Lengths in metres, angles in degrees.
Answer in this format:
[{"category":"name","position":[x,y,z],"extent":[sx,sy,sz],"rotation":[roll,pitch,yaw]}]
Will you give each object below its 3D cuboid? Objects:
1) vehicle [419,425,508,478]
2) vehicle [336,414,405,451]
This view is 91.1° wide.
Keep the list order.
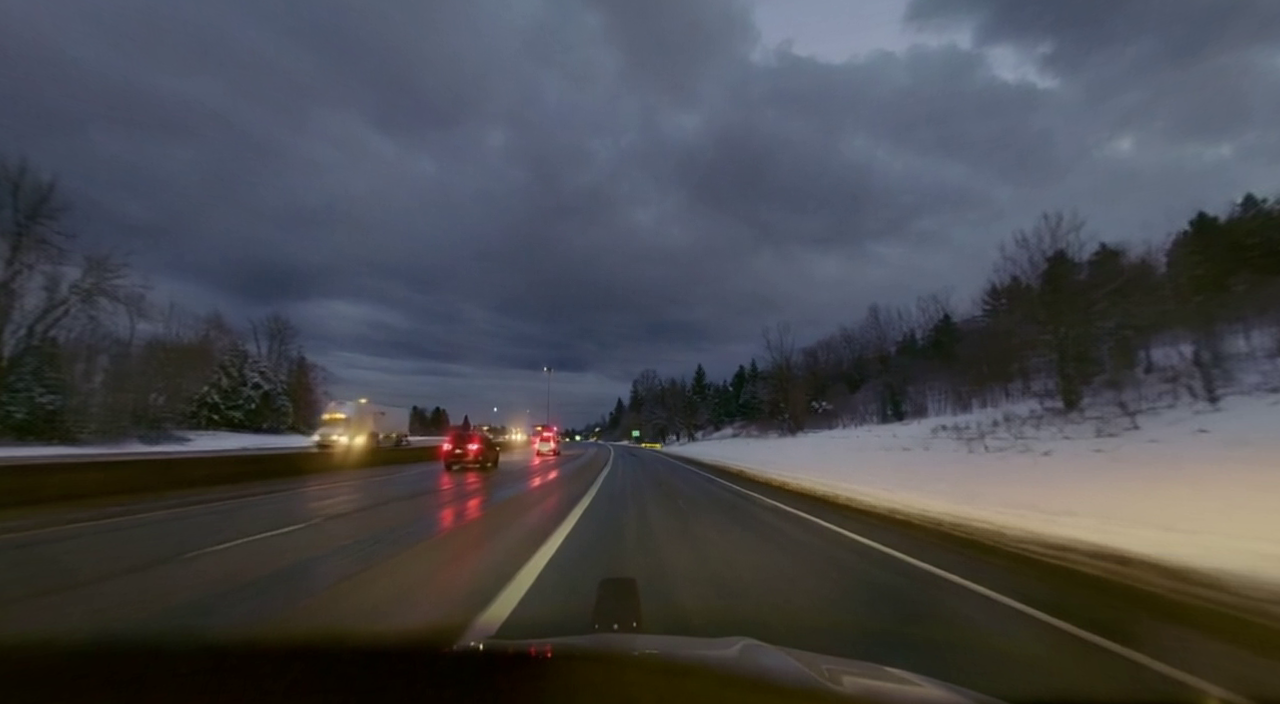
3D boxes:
[{"category":"vehicle","position":[-6.874,3.906,25.075],"extent":[2.188,1.896,4.810],"rotation":[0,-8,-1]},{"category":"vehicle","position":[-18.942,5.710,44.511],"extent":[2.308,2.474,5.555],"rotation":[0,-8,1]}]
